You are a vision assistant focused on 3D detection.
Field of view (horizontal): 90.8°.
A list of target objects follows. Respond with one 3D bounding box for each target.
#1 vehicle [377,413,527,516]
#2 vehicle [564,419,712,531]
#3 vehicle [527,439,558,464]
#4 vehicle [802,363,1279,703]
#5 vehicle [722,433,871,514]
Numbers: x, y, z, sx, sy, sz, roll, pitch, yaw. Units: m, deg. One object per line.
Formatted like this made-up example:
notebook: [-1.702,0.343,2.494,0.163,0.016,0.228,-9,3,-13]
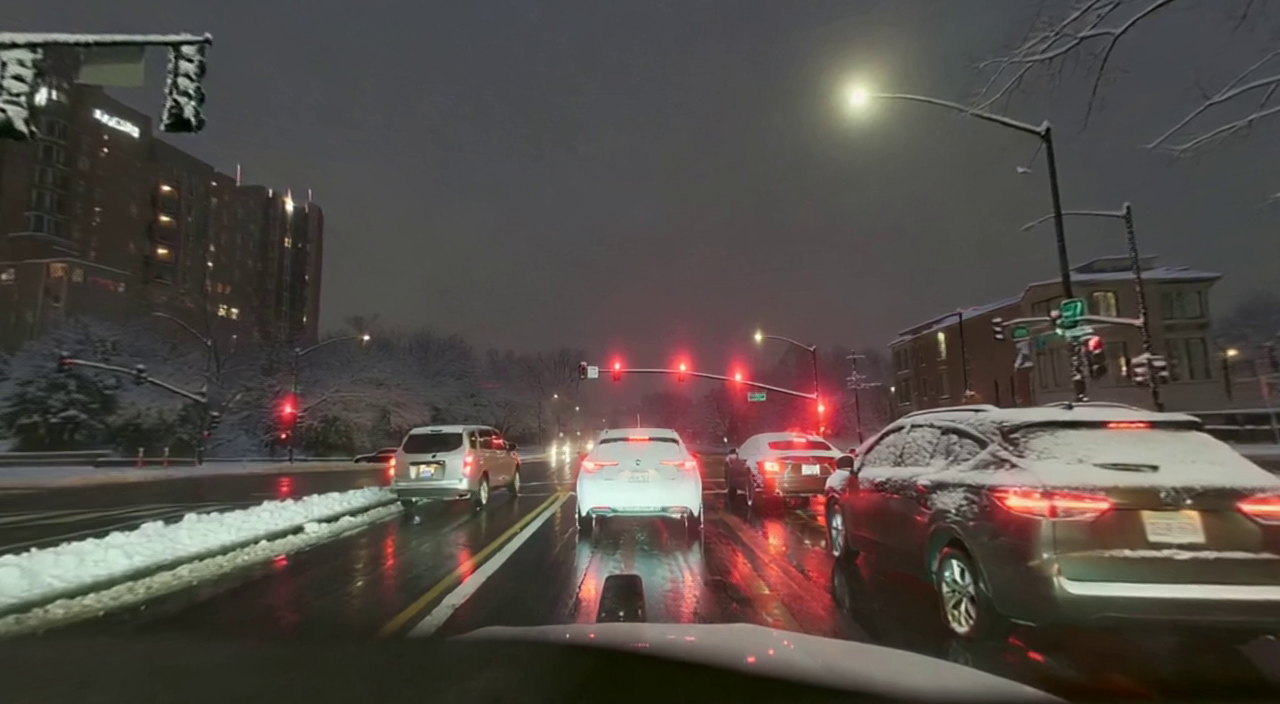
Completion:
vehicle: [-3.774,2.349,13.628,2.021,1.837,4.448,0,-8,-2]
vehicle: [-0.080,2.128,11.436,2.188,1.637,4.027,0,-8,-1]
vehicle: [-6.919,7.102,45.283,2.037,1.705,4.677,1,-9,-7]
vehicle: [3.022,1.218,5.283,2.103,1.701,4.294,0,-8,-1]
vehicle: [3.153,2.557,13.794,2.001,1.463,4.398,0,-8,-2]
